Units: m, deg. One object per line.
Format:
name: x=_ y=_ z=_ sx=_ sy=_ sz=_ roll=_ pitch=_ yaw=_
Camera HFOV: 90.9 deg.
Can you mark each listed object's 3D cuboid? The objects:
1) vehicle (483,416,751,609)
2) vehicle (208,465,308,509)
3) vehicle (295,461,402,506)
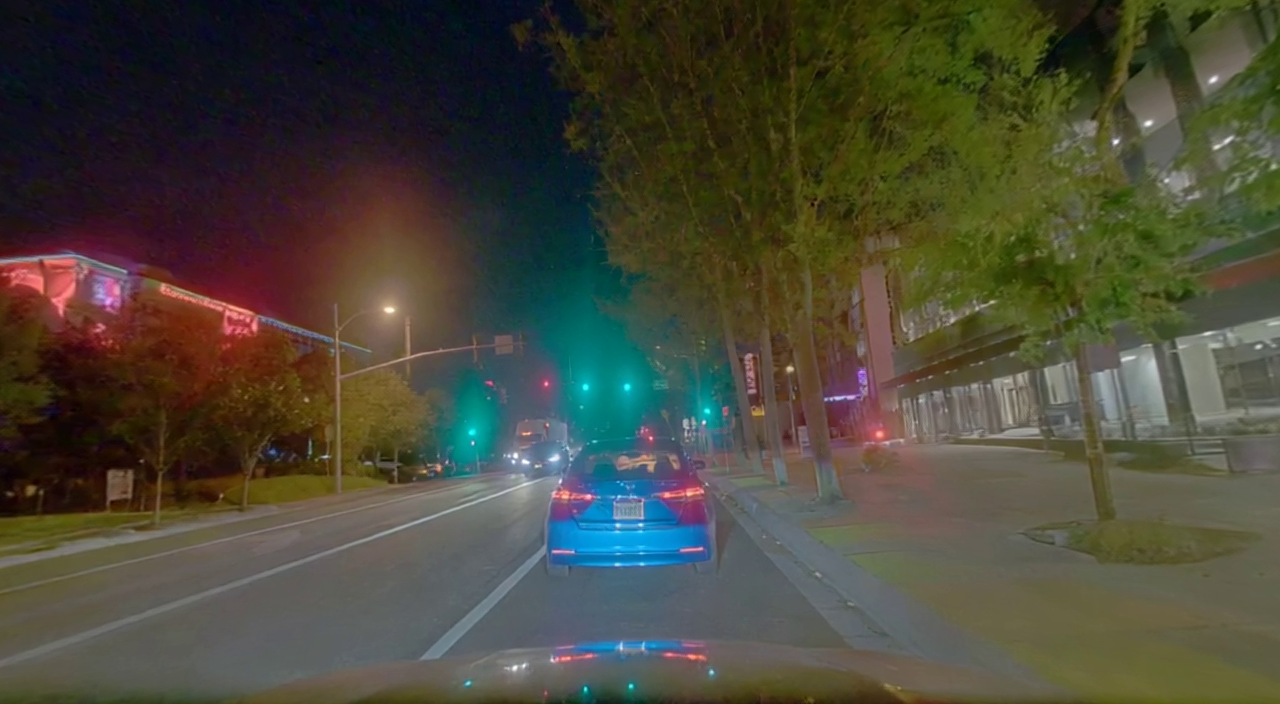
vehicle: x=-0.087 y=1.540 z=6.949 sx=2.094 sy=1.478 sz=3.922 roll=-1 pitch=-8 yaw=3
vehicle: x=-17.467 y=6.159 z=28.908 sx=3.516 sy=1.383 sz=1.704 roll=-10 pitch=-10 yaw=1
vehicle: x=-11.249 y=5.081 z=24.719 sx=2.010 sy=1.483 sz=4.324 roll=0 pitch=-8 yaw=1
